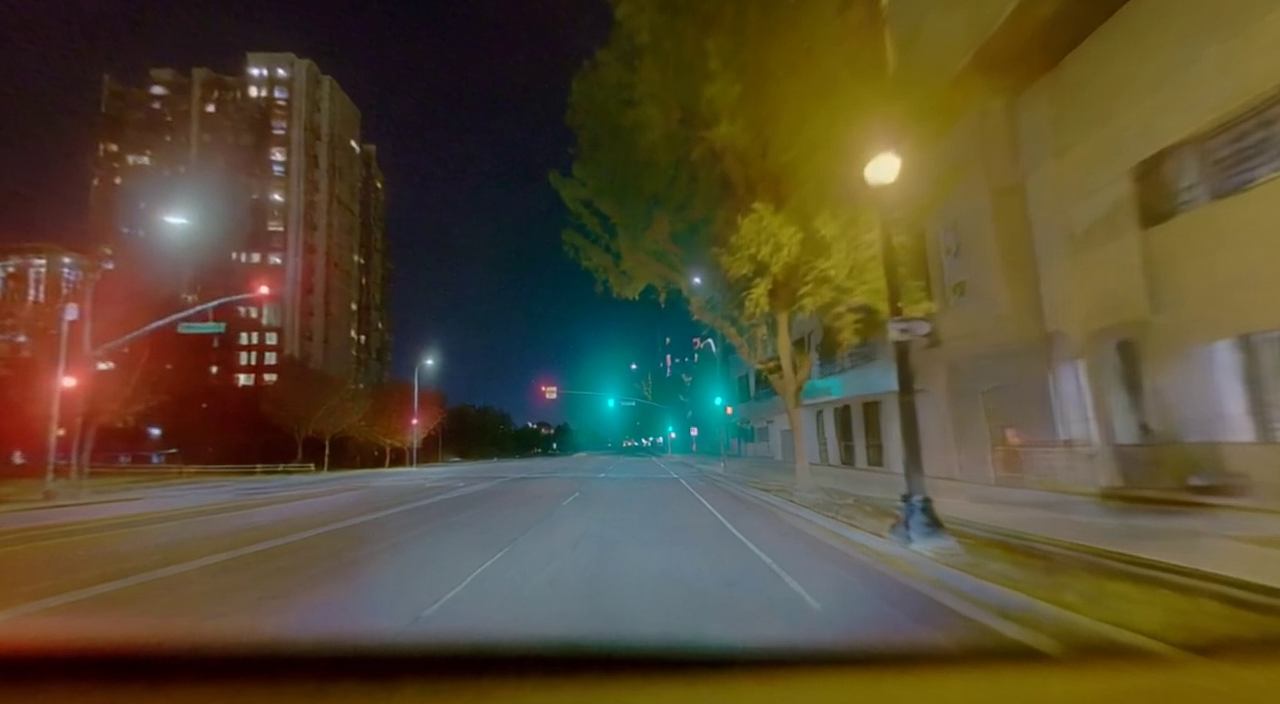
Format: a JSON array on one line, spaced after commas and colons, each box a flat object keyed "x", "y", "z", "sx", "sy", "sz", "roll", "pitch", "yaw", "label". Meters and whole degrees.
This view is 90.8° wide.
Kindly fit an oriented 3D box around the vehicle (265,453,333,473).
[{"x": -26.412, "y": 8.599, "z": 49.019, "sx": 4.153, "sy": 1.493, "sz": 1.808, "roll": 0, "pitch": -9, "yaw": -2, "label": "vehicle"}]

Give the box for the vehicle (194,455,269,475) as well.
[{"x": -31.533, "y": 8.739, "z": 48.831, "sx": 4.453, "sy": 1.441, "sz": 1.770, "roll": 0, "pitch": -9, "yaw": -1, "label": "vehicle"}]

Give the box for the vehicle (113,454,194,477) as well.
[{"x": -37.461, "y": 8.739, "z": 48.744, "sx": 4.593, "sy": 1.674, "sz": 1.893, "roll": 0, "pitch": -9, "yaw": 0, "label": "vehicle"}]

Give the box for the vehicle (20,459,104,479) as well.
[{"x": -44.234, "y": 8.945, "z": 48.438, "sx": 4.546, "sy": 1.455, "sz": 1.805, "roll": 0, "pitch": -9, "yaw": -2, "label": "vehicle"}]
